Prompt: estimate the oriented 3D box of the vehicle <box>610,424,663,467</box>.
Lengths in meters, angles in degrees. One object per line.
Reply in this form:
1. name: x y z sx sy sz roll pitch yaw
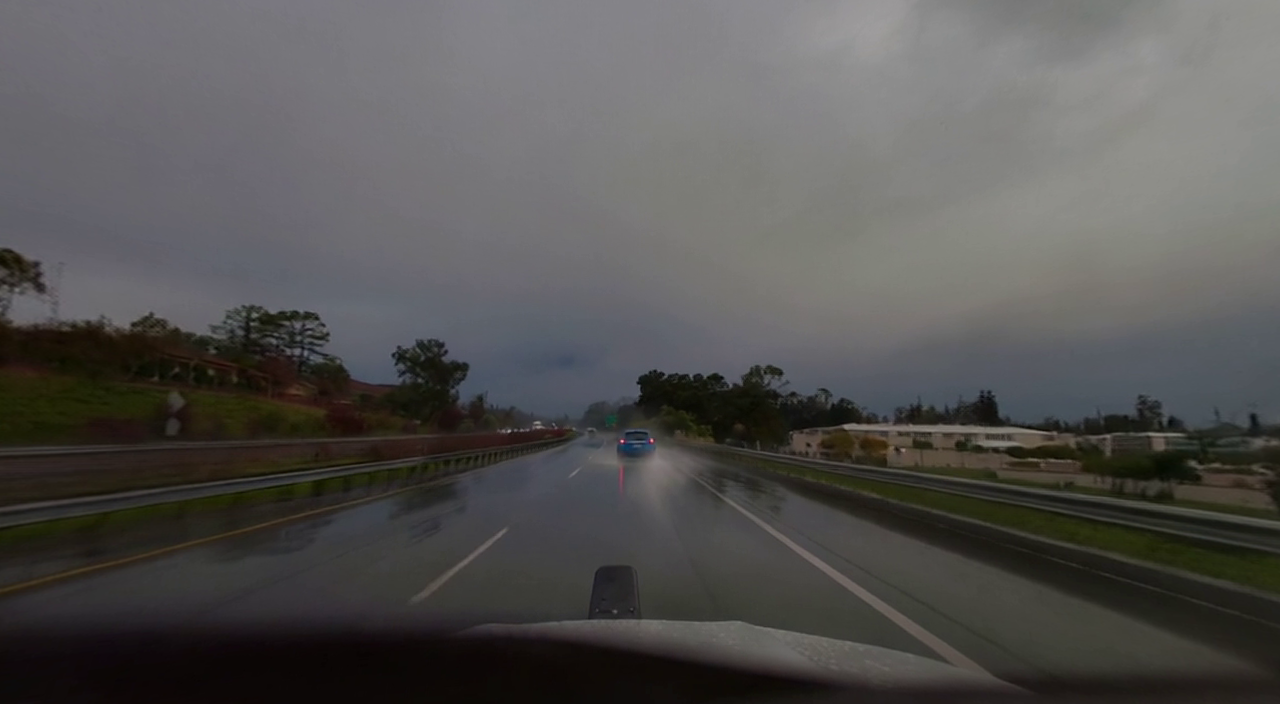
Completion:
1. vehicle: -0.171 3.826 26.051 2.020 1.633 3.942 0 -8 -1
